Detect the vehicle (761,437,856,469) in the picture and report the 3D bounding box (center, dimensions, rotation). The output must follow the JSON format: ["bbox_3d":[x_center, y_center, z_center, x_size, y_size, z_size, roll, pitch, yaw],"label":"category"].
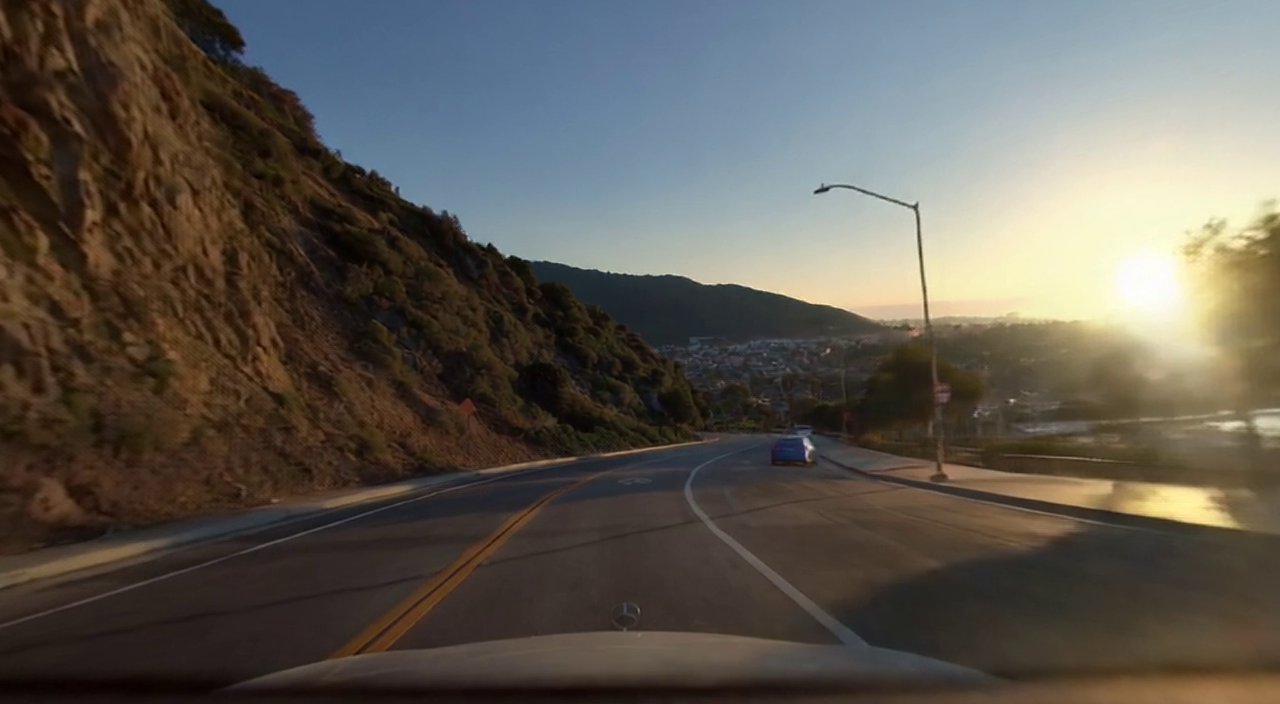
[{"bbox_3d":[9.036,5.345,33.785,4.963,1.585,2.155,5,-9,-34],"label":"vehicle"}]
